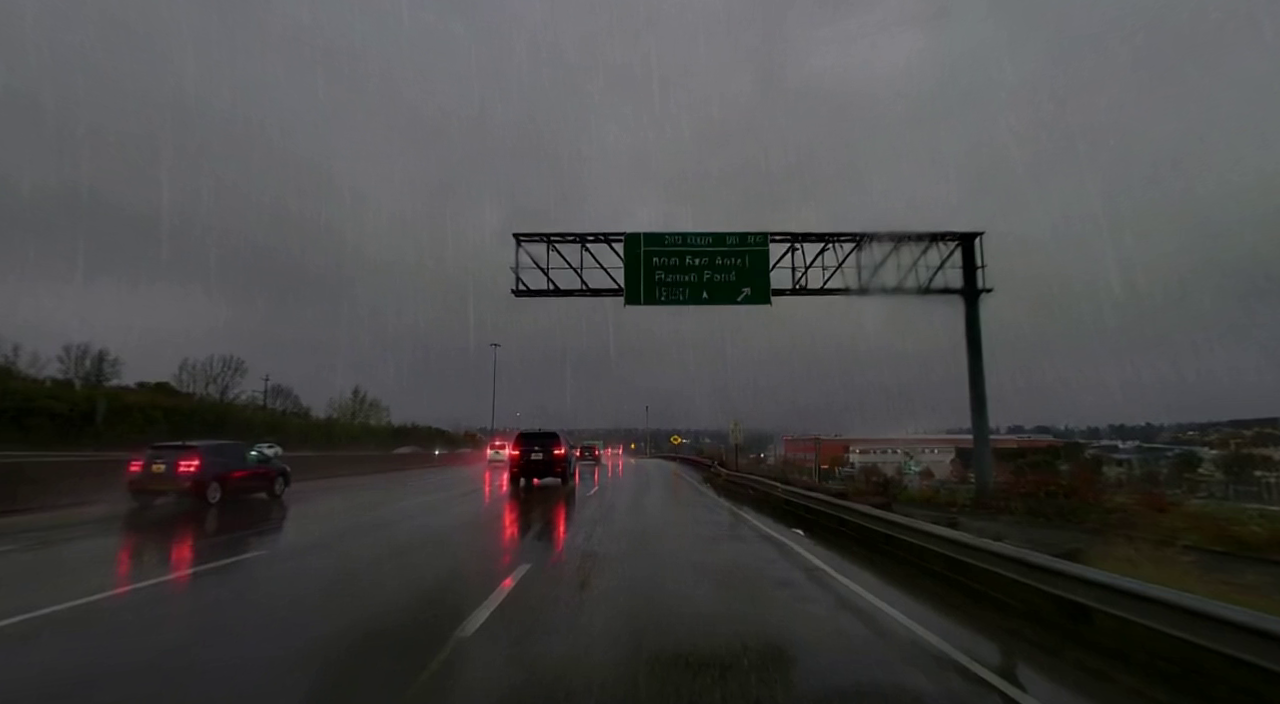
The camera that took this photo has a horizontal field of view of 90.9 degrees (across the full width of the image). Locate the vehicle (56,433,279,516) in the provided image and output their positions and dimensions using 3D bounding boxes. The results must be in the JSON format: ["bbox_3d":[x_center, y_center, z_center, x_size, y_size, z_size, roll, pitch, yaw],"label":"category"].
[{"bbox_3d":[-10.860,2.805,15.033,1.919,1.665,4.394,0,-8,0],"label":"vehicle"}]

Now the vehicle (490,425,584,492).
[{"bbox_3d":[-3.354,3.596,21.715,2.301,1.985,5.247,0,-8,1],"label":"vehicle"}]
